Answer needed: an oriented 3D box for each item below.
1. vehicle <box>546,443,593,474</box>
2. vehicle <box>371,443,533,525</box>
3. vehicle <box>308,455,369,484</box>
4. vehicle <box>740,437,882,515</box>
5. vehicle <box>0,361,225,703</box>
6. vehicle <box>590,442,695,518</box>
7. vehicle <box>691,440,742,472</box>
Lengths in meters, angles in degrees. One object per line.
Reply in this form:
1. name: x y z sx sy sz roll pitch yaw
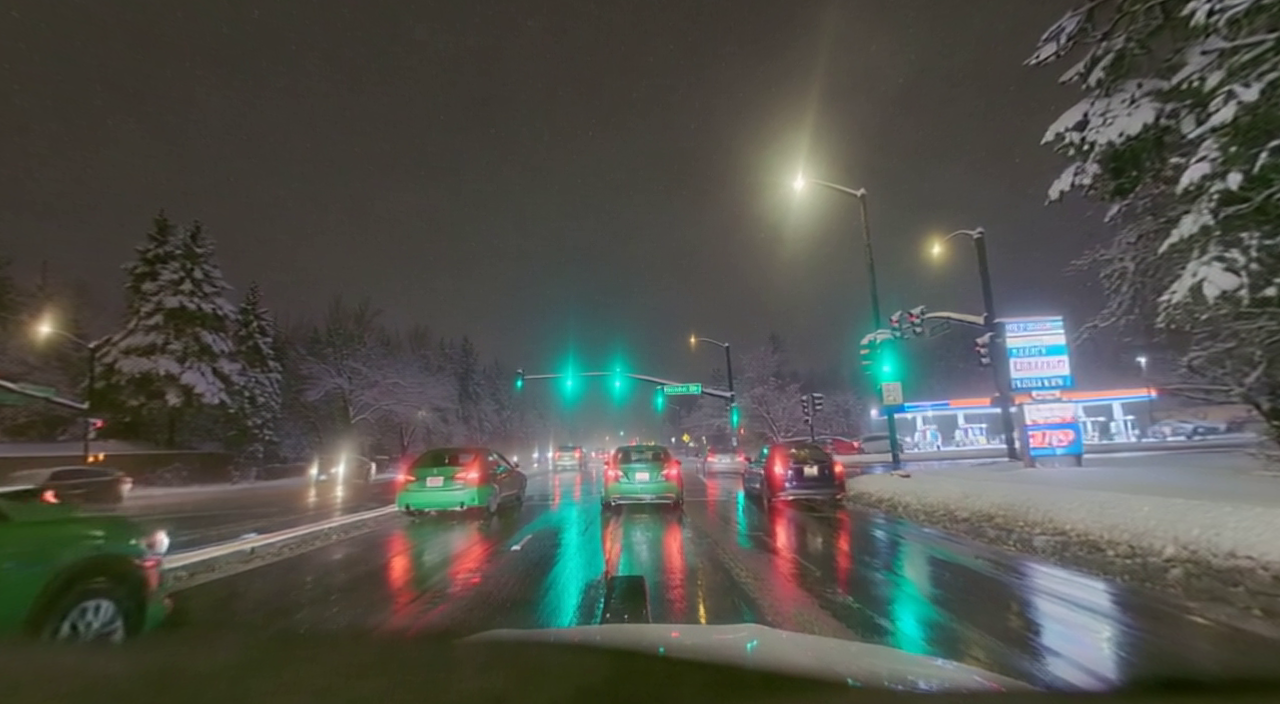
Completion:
1. vehicle: -3.719 5.694 33.910 1.896 1.501 4.390 -1 -8 2
2. vehicle: -3.753 2.691 13.558 1.995 1.436 4.500 -1 -8 1
3. vehicle: -18.621 7.258 39.128 1.849 1.587 3.812 -1 -8 1
4. vehicle: 3.642 2.714 14.384 1.920 1.479 4.548 0 -8 -1
5. vehicle: -3.633 0.728 1.469 2.023 1.687 4.874 0 -8 0
6. vehicle: 0.024 2.742 14.037 1.994 1.433 3.894 0 -8 -1
7. vehicle: 3.801 5.249 32.099 1.942 1.482 4.623 0 -8 -1
